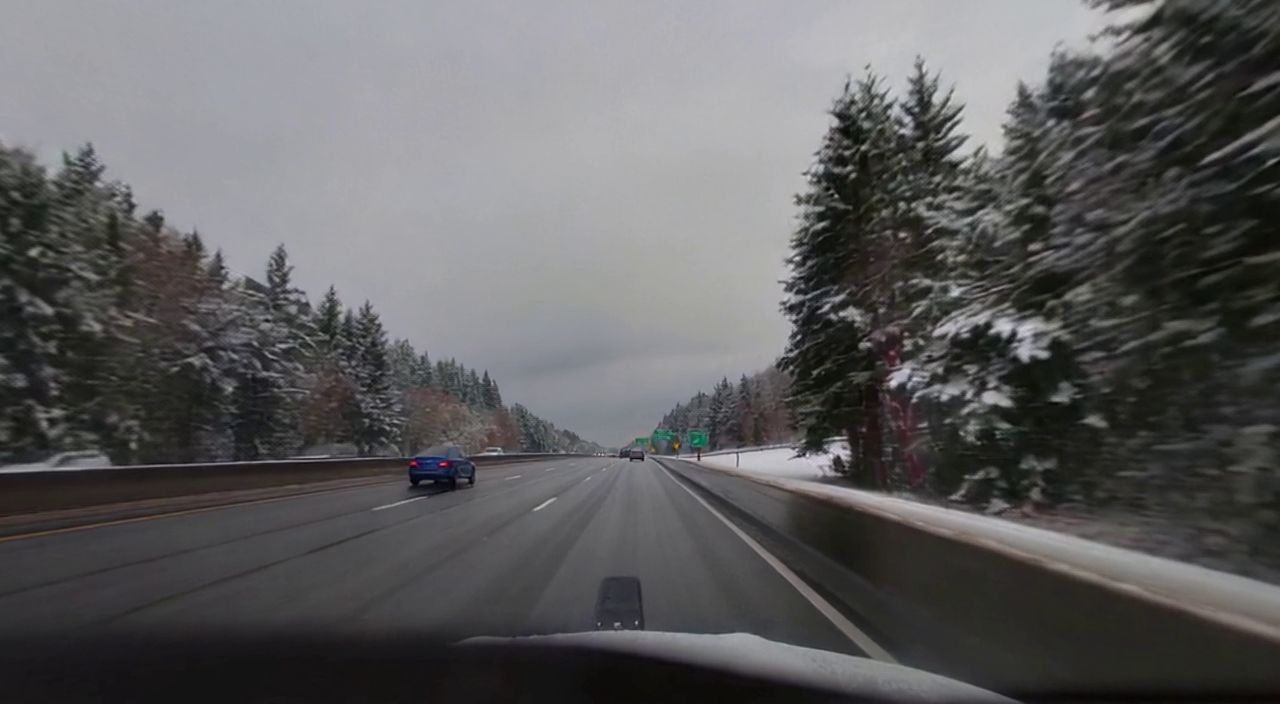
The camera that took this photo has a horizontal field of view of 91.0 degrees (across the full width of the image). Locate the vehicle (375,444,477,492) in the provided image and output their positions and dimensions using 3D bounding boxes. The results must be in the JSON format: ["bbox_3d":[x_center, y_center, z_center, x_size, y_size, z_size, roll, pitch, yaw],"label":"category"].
[{"bbox_3d":[-7.706,4.198,23.210,2.094,1.579,4.655,0,-9,0],"label":"vehicle"}]

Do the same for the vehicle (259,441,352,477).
[{"bbox_3d":[-18.065,5.774,34.365,2.055,1.803,5.315,0,-9,1],"label":"vehicle"}]

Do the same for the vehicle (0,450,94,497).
[{"bbox_3d":[-25.614,4.833,25.234,2.320,1.776,5.706,0,-9,1],"label":"vehicle"}]
